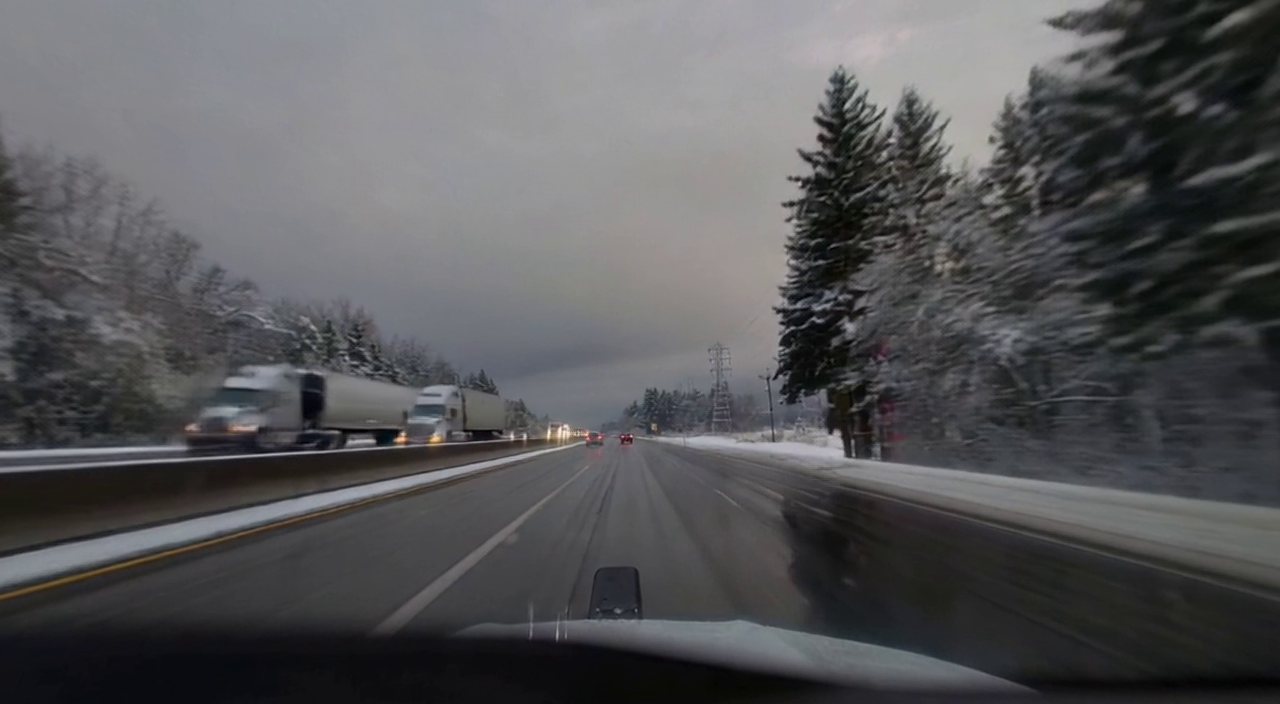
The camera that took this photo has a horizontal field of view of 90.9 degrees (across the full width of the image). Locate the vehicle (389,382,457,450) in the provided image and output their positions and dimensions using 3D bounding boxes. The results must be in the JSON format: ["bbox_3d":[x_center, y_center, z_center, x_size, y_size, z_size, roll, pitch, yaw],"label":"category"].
[{"bbox_3d":[-12.974,3.893,37.907,2.997,3.954,2.796,0,-8,-1],"label":"vehicle"}]

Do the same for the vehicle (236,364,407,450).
[{"bbox_3d":[-17.114,3.408,35.731,2.755,3.934,13.872,0,-8,-1],"label":"vehicle"}]

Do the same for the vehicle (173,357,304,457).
[{"bbox_3d":[-16.940,2.406,26.908,3.035,3.958,3.564,0,-8,-1],"label":"vehicle"}]
